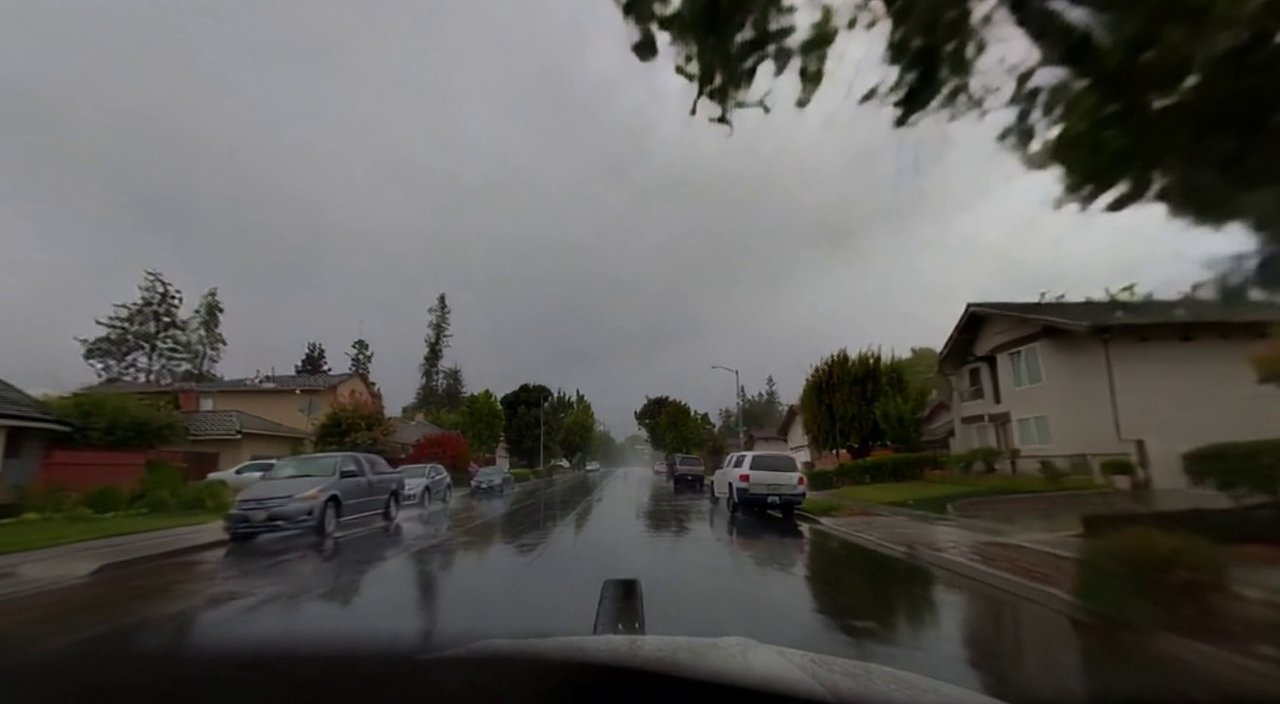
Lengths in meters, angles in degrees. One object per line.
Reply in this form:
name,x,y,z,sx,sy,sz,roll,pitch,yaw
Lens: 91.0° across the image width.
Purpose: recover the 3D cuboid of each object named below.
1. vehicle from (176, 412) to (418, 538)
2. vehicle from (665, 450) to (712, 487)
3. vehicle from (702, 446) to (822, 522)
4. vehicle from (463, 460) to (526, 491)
vehicle,-7.168,2.830,14.208,2.408,2.201,5.646,-1,-13,-2
vehicle,2.657,6.519,35.633,2.262,1.870,4.948,0,-8,0
vehicle,2.894,3.229,16.059,2.050,1.598,4.590,0,-8,-1
vehicle,-7.445,6.436,32.659,2.071,1.481,4.425,0,-11,1
